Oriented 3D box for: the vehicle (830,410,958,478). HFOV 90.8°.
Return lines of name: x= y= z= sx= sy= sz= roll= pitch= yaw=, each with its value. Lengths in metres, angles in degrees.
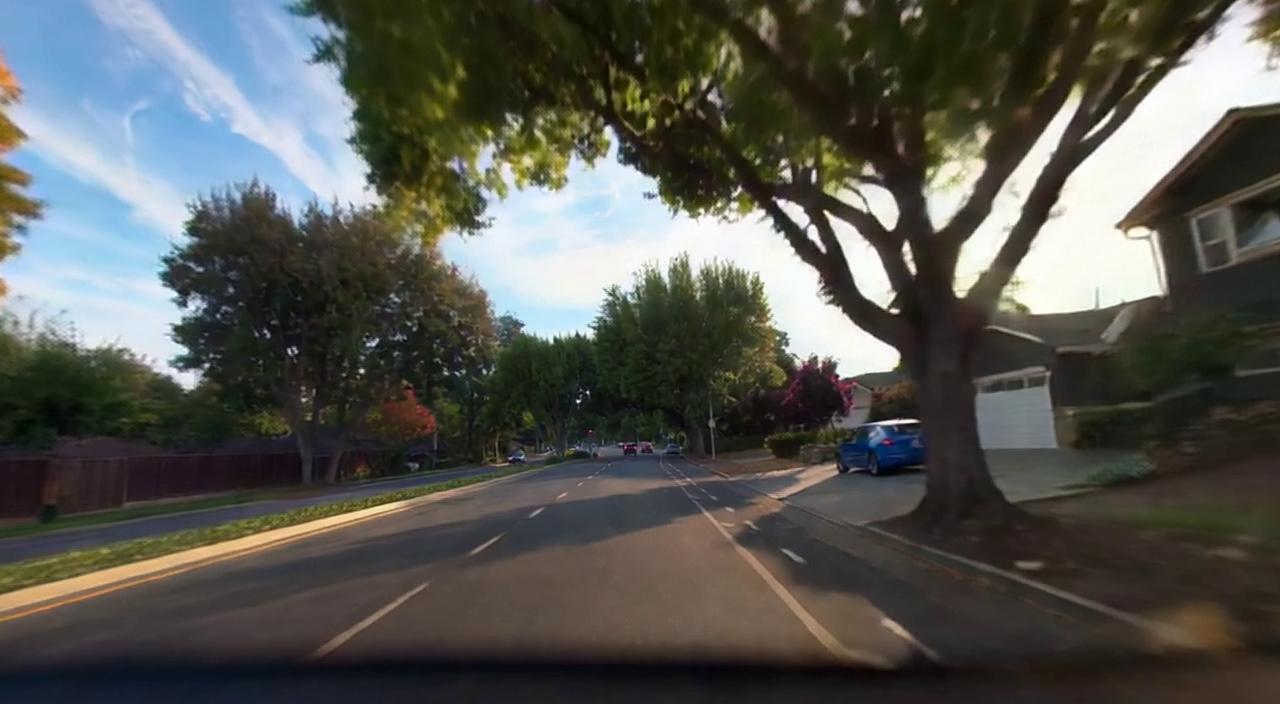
vehicle: x=8.203 y=3.102 z=21.040 sx=2.051 sy=1.801 sz=4.785 roll=-5 pitch=-9 yaw=-2
